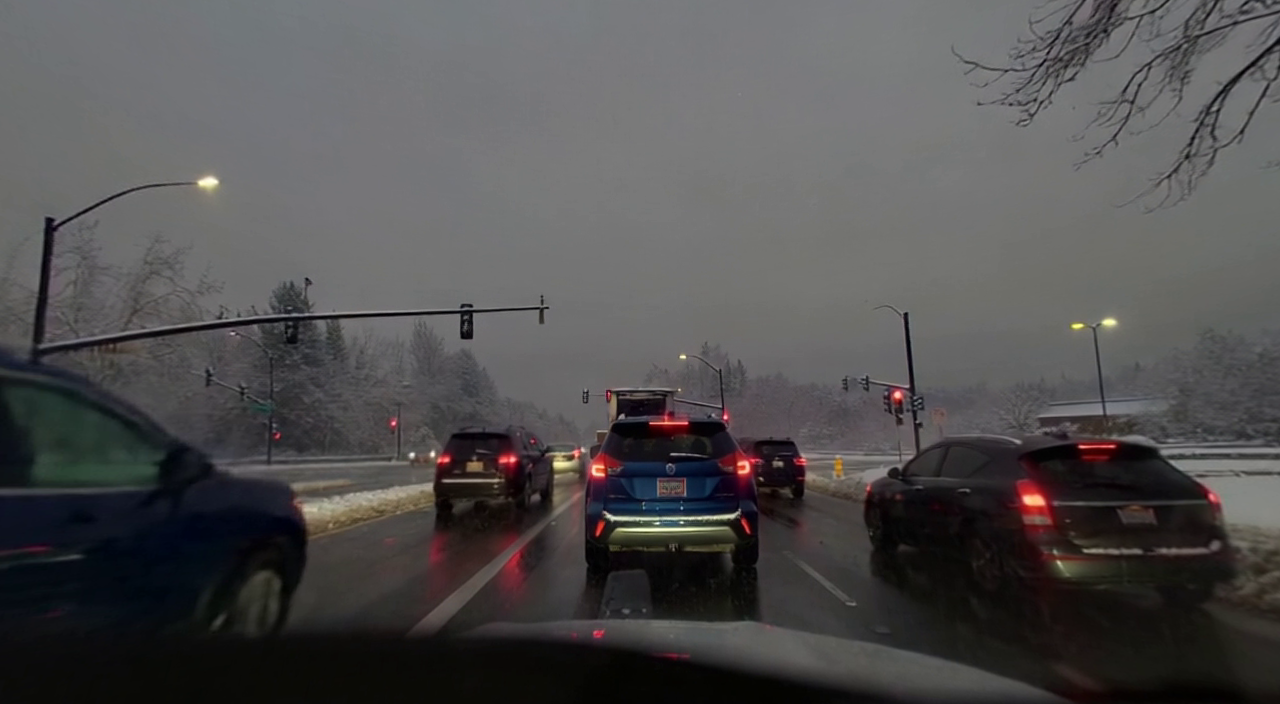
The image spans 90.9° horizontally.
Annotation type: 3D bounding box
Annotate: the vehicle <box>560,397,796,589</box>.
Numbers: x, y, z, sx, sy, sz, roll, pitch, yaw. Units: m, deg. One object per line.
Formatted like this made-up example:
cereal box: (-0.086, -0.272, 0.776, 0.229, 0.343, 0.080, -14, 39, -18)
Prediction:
vehicle: (0.375, 1.626, 8.074, 2.172, 1.764, 4.338, 0, -8, 1)

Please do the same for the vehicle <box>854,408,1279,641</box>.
vehicle: (3.913, 1.490, 6.438, 1.954, 1.592, 3.992, 0, -8, -1)

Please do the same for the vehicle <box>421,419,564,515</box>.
vehicle: (-3.113, 2.575, 14.582, 2.054, 1.814, 4.941, 0, -8, 1)

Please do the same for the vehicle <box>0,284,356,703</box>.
vehicle: (-3.212, 0.717, 2.173, 2.209, 1.828, 4.847, 0, -8, 0)
